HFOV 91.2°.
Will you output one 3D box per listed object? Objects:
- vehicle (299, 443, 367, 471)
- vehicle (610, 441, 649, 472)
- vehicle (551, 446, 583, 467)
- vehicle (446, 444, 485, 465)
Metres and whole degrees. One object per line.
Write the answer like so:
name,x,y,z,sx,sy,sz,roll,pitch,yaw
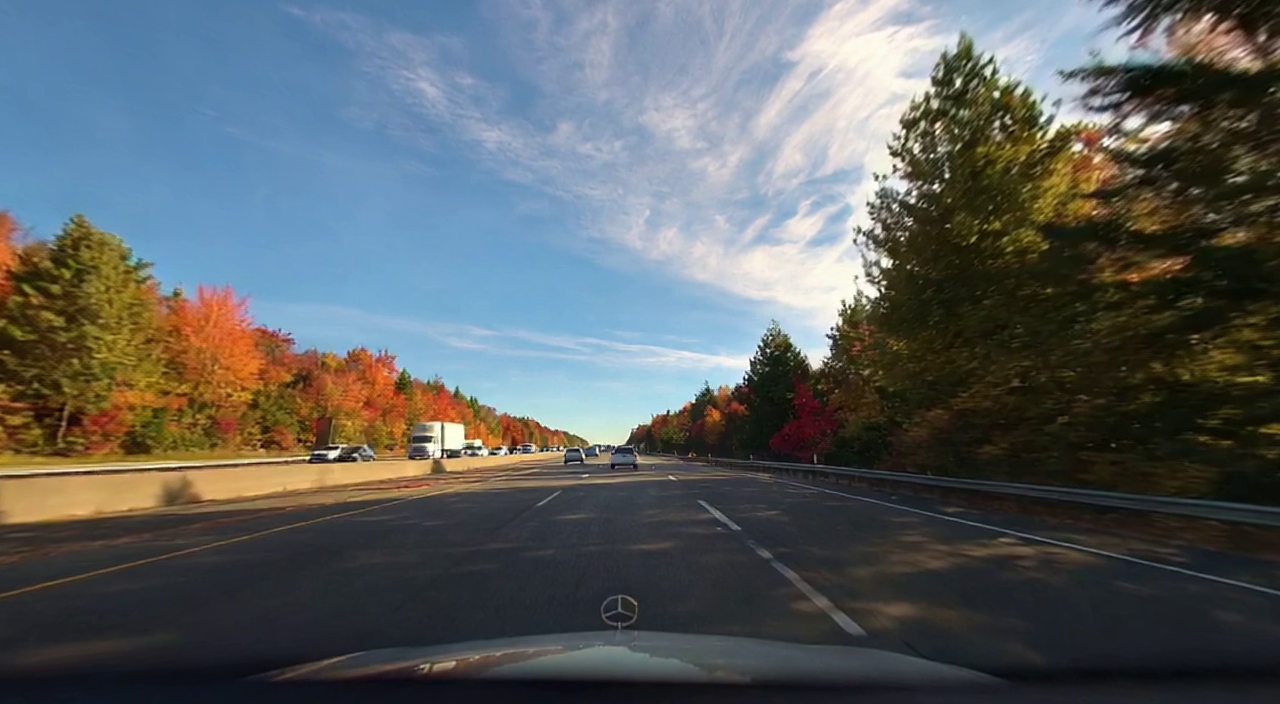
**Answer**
vehicle,-18.079,6.217,37.186,1.850,1.509,4.482,0,-9,-1
vehicle,-0.633,6.024,36.190,2.115,1.661,4.049,0,-9,-1
vehicle,-5.517,7.940,47.697,2.002,1.537,4.269,0,-9,-2
vehicle,-13.195,7.775,47.520,1.881,1.507,3.991,0,-9,-1
